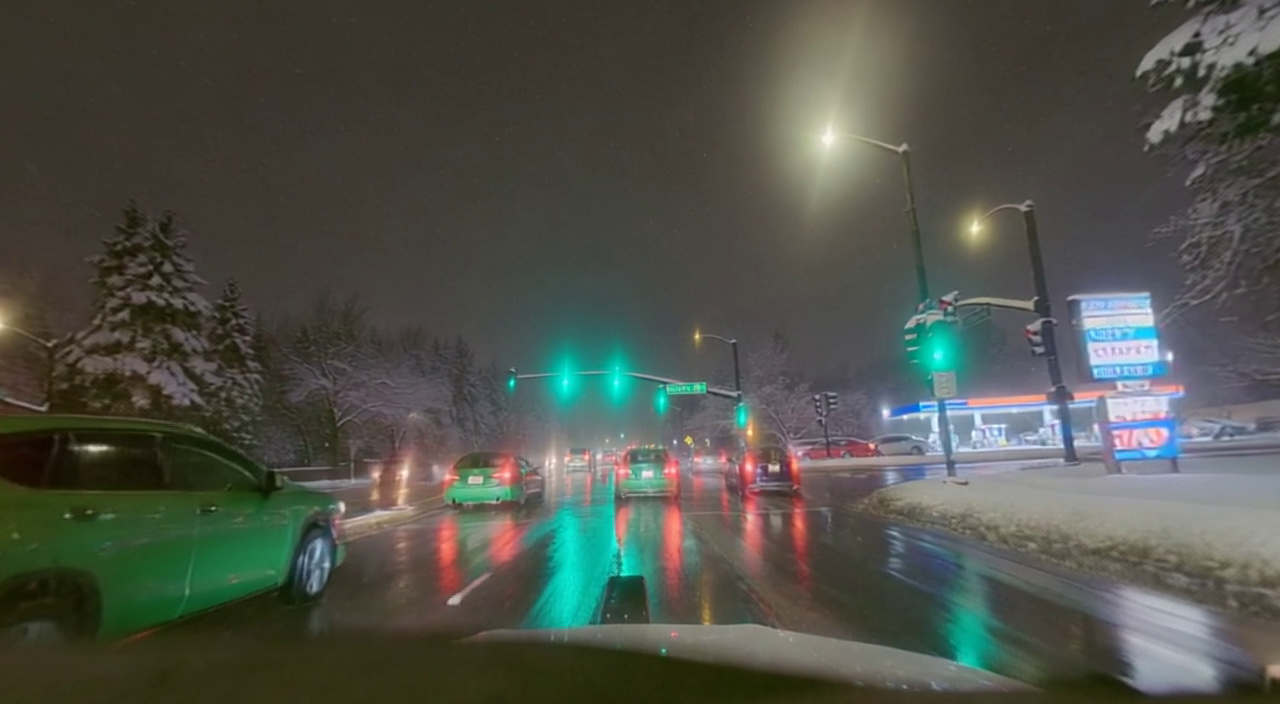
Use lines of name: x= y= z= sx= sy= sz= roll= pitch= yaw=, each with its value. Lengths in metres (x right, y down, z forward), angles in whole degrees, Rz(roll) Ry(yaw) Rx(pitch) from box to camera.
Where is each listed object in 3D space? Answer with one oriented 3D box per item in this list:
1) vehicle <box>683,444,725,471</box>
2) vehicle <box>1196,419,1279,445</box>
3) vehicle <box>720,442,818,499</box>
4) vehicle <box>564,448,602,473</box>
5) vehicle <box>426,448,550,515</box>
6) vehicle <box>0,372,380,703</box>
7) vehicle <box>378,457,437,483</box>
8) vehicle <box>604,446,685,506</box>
vehicle: x=3.851 y=6.394 z=38.514 sx=1.942 sy=1.482 sz=4.623 roll=0 pitch=-8 yaw=-1
vehicle: x=41.681 y=5.615 z=43.897 sx=1.918 sy=1.705 sz=4.846 roll=-1 pitch=-9 yaw=8
vehicle: x=3.675 y=3.441 z=18.818 sx=1.920 sy=1.479 sz=4.548 roll=0 pitch=-8 yaw=-1
vehicle: x=-3.586 y=6.948 z=40.617 sx=1.896 sy=1.501 sz=4.390 roll=-1 pitch=-8 yaw=2
vehicle: x=-3.721 y=3.234 z=16.353 sx=1.995 sy=1.436 sz=4.500 roll=-1 pitch=-8 yaw=2
vehicle: x=-3.701 y=1.146 z=4.017 sx=2.023 sy=1.687 sz=4.874 roll=0 pitch=-8 yaw=0
vehicle: x=-14.864 y=7.541 z=40.569 sx=1.946 sy=1.504 sz=4.504 roll=-1 pitch=-8 yaw=2
vehicle: x=0.089 y=3.365 z=17.592 sx=1.994 sy=1.433 sz=3.894 roll=0 pitch=-8 yaw=0
